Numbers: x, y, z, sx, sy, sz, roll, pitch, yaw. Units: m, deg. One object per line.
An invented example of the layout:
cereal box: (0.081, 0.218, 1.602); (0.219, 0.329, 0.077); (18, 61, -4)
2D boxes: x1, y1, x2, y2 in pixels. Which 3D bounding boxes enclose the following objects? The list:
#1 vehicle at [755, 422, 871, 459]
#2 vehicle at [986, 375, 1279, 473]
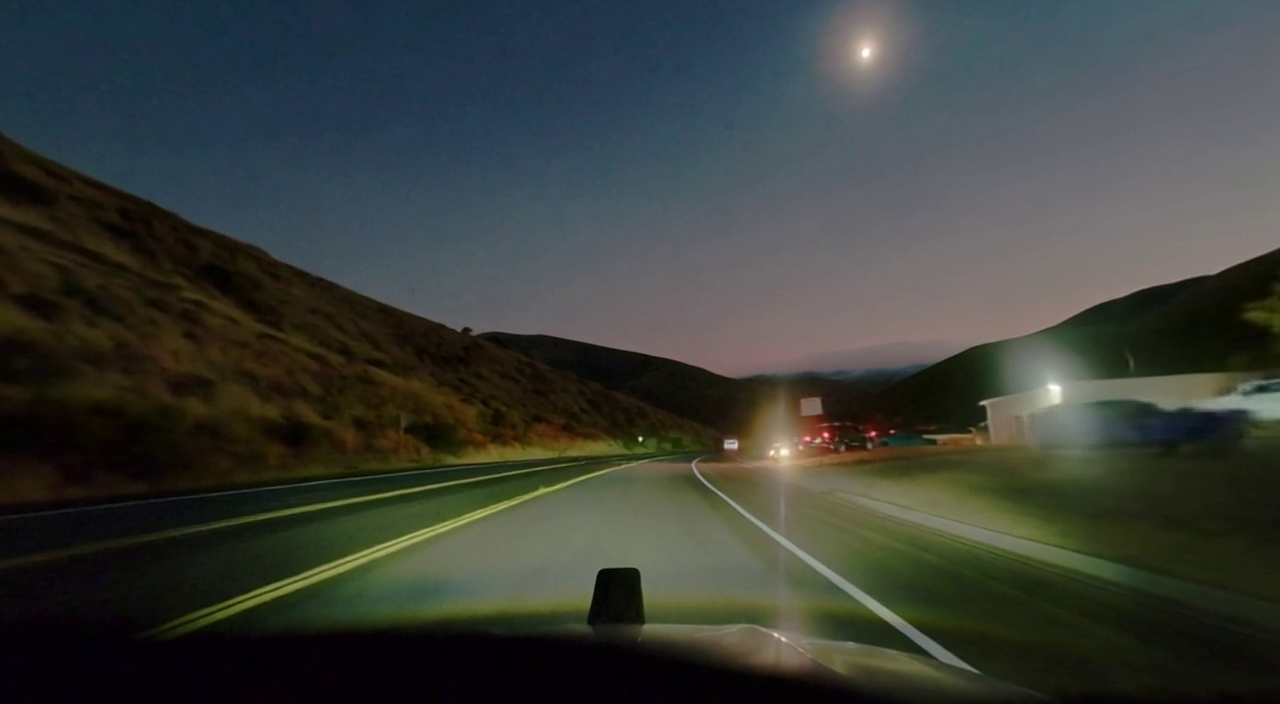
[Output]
vehicle: (9.860, 5.165, 36.613); (2.216, 1.887, 6.388); (4, -11, -35)
vehicle: (9.465, 1.527, 12.694); (2.103, 1.447, 4.727); (-4, -9, -3)
